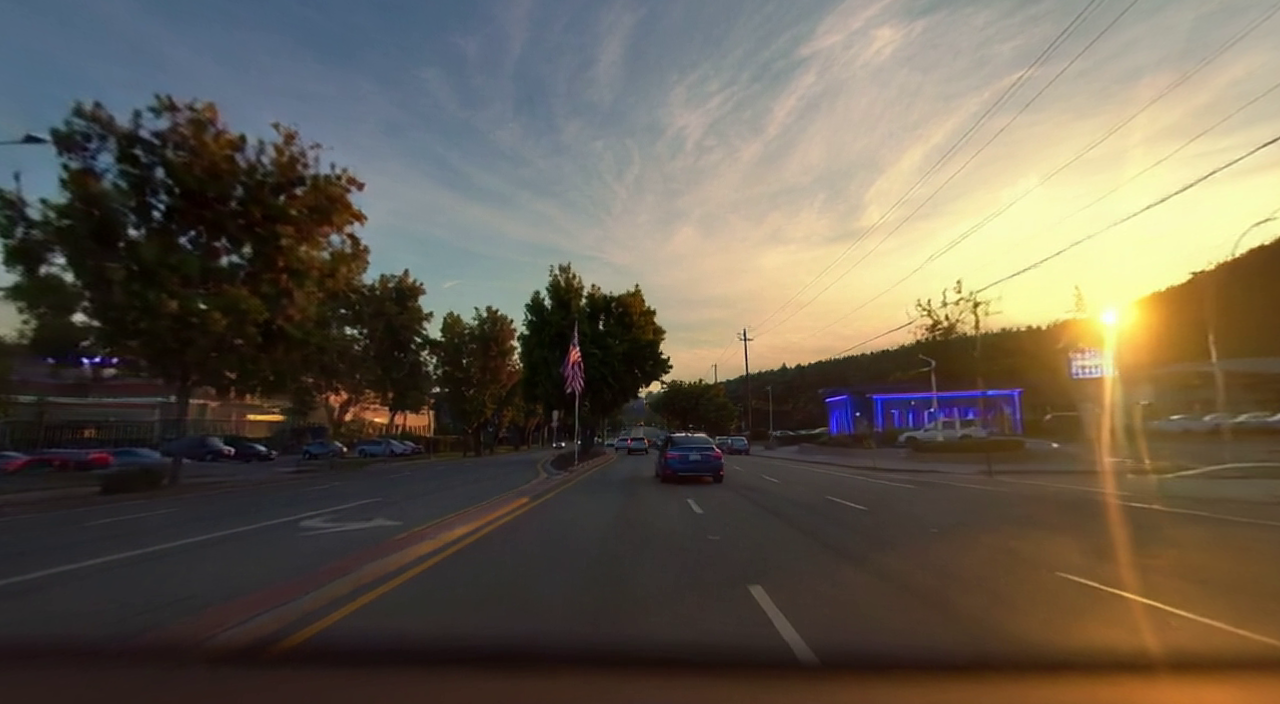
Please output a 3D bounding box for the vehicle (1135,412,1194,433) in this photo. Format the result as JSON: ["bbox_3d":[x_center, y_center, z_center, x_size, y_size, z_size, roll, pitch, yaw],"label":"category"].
[{"bbox_3d":[40.932,5.581,49.315,1.920,1.478,4.241,-2,-9,16],"label":"vehicle"}]

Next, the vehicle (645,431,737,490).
[{"bbox_3d":[1.320,3.114,18.471,2.091,1.472,4.697,0,-8,-3],"label":"vehicle"}]

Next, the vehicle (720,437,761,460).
[{"bbox_3d":[6.844,6.655,43.445,2.016,1.479,4.532,0,-8,-1],"label":"vehicle"}]

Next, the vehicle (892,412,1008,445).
[{"bbox_3d":[19.591,4.900,40.049,6.173,1.962,2.208,0,-9,0],"label":"vehicle"}]

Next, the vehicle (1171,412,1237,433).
[{"bbox_3d":[43.410,5.497,48.647,1.910,1.454,4.183,-2,-9,13],"label":"vehicle"}]

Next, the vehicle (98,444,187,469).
[{"bbox_3d":[-33.545,7.046,42.587,4.214,1.609,2.092,0,-8,-2],"label":"vehicle"}]

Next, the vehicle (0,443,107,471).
[{"bbox_3d":[-39.439,7.052,42.427,5.172,1.747,2.002,0,-8,0],"label":"vehicle"}]
